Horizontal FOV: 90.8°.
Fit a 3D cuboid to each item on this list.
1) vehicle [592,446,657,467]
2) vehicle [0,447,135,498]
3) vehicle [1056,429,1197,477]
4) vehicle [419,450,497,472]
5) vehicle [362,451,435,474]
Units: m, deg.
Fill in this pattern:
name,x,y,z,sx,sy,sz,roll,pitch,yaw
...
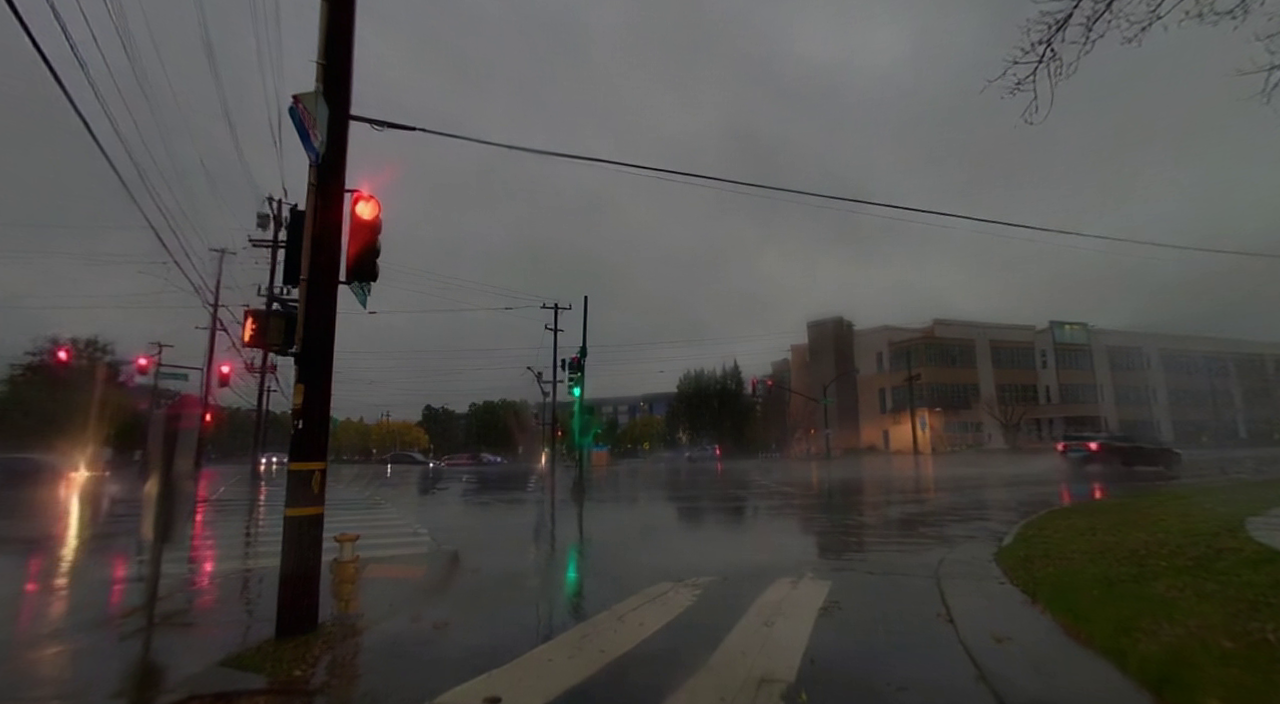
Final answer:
name,x,y,z,sx,sy,sz,roll,pitch,yaw
vehicle,-1.147,7.550,45.810,4.391,1.451,1.717,4,-9,-26
vehicle,-18.932,3.774,20.188,4.700,1.479,2.095,-3,-9,20
vehicle,18.337,3.782,23.830,4.530,1.648,2.075,3,-9,-22
vehicle,-12.590,7.516,43.737,4.837,1.407,1.818,4,-9,-26
vehicle,-17.224,7.850,45.098,4.623,1.471,1.805,4,-9,-26
